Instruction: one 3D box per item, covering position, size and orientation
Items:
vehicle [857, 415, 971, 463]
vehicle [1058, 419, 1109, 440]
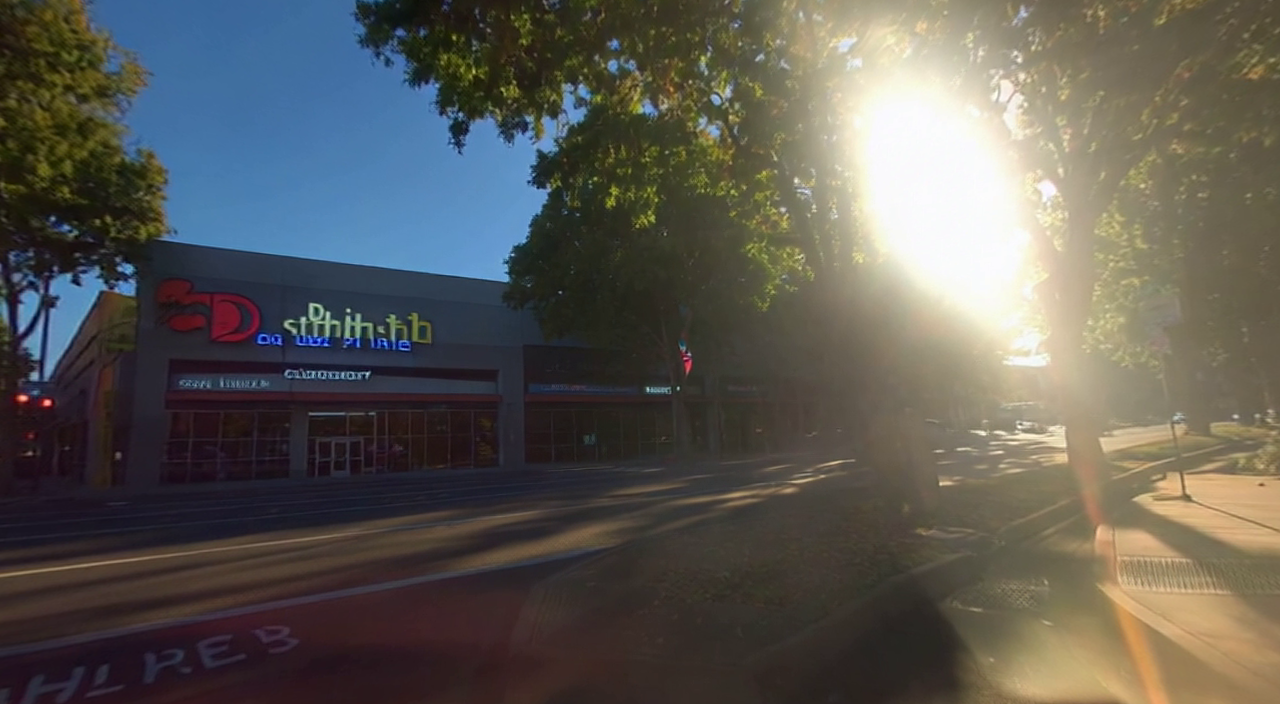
[{"bbox_3d":[9.774,3.095,22.415,4.182,1.536,1.885,7,-11,-39],"label":"vehicle"},{"bbox_3d":[33.152,5.817,47.198,4.442,1.458,1.902,7,-11,-40],"label":"vehicle"}]
